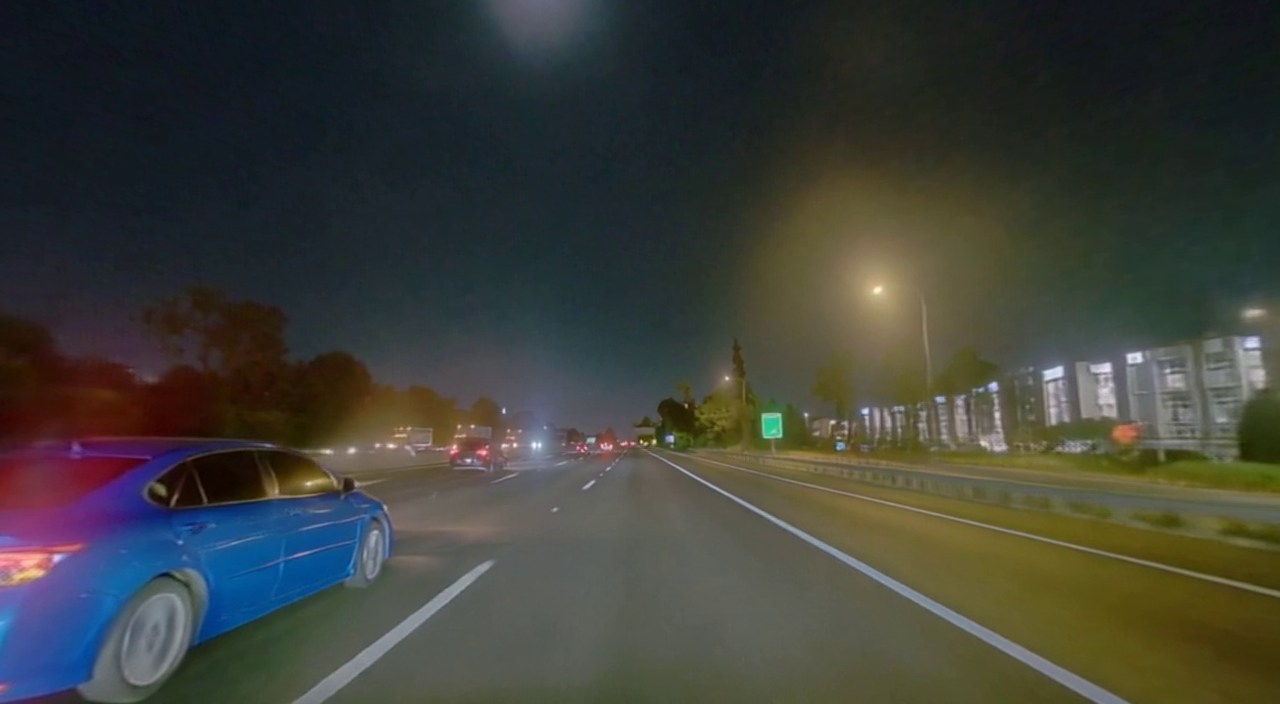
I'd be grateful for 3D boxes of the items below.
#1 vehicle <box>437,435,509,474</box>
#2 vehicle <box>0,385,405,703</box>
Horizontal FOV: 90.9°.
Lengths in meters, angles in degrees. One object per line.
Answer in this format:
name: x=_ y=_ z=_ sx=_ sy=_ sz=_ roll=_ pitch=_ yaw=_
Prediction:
vehicle: x=-7.660 y=4.739 z=29.399 sx=2.118 sy=1.675 sz=4.395 roll=0 pitch=-8 yaw=1
vehicle: x=-3.636 y=1.178 z=4.233 sx=2.144 sy=1.565 sz=4.951 roll=0 pitch=-8 yaw=1
